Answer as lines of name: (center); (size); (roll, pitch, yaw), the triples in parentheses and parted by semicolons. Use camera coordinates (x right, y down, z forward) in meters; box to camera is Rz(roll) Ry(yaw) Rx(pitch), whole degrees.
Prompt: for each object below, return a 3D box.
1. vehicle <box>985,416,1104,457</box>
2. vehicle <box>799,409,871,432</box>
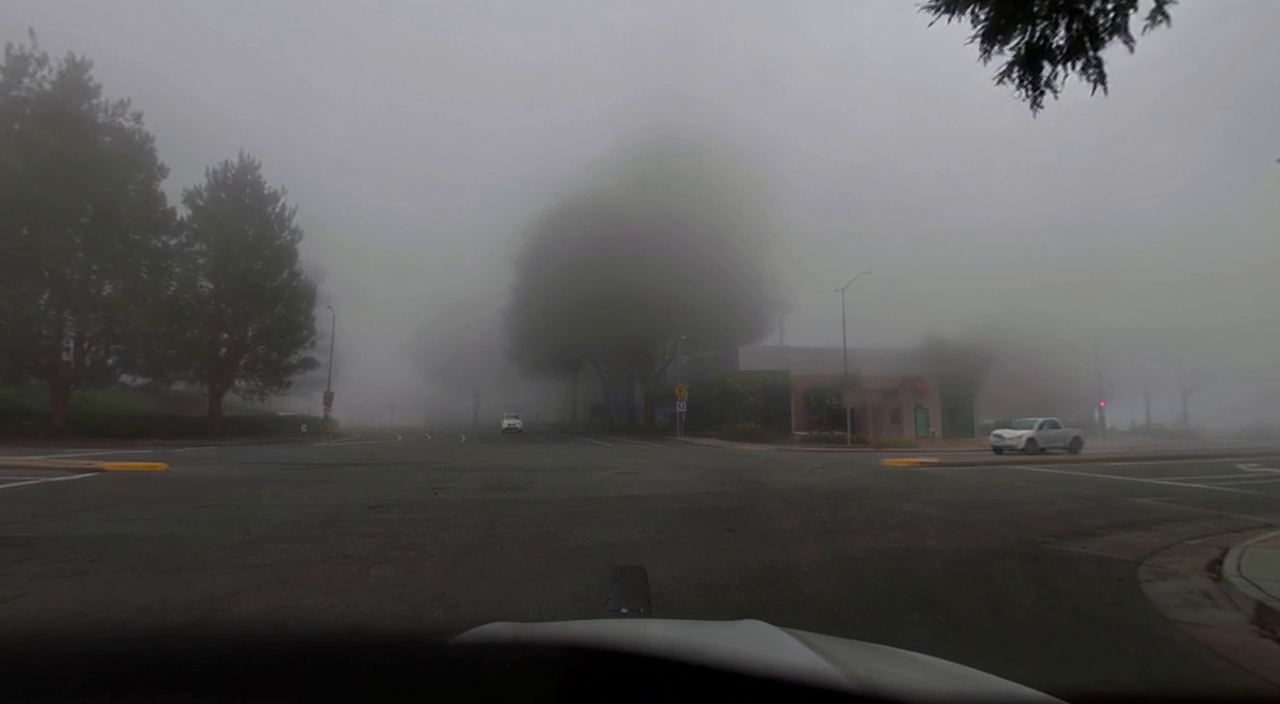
vehicle: (19.496, 4.093, 30.234); (5.333, 1.837, 2.124); (4, -9, -24)
vehicle: (13.666, 4.854, 44.020); (4.674, 1.483, 1.745); (3, -9, -21)
